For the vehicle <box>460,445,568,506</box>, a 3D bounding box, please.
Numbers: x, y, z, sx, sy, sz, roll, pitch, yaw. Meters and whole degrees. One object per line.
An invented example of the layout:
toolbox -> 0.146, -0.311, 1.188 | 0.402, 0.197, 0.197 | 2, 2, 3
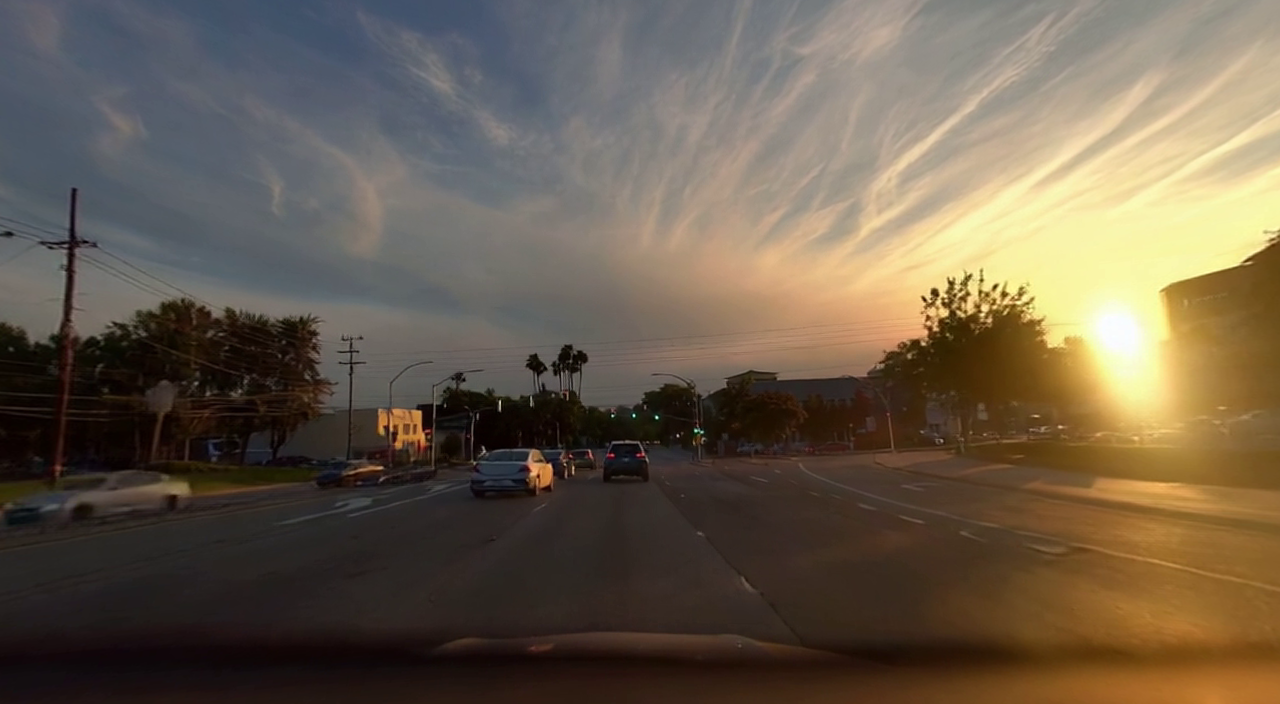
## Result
vehicle -> -3.368, 3.384, 17.818 | 2.064, 1.464, 4.373 | 0, -8, 1

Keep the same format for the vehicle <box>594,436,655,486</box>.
vehicle -> -0.581, 4.381, 25.688 | 2.276, 1.850, 3.897 | 0, -8, 0
